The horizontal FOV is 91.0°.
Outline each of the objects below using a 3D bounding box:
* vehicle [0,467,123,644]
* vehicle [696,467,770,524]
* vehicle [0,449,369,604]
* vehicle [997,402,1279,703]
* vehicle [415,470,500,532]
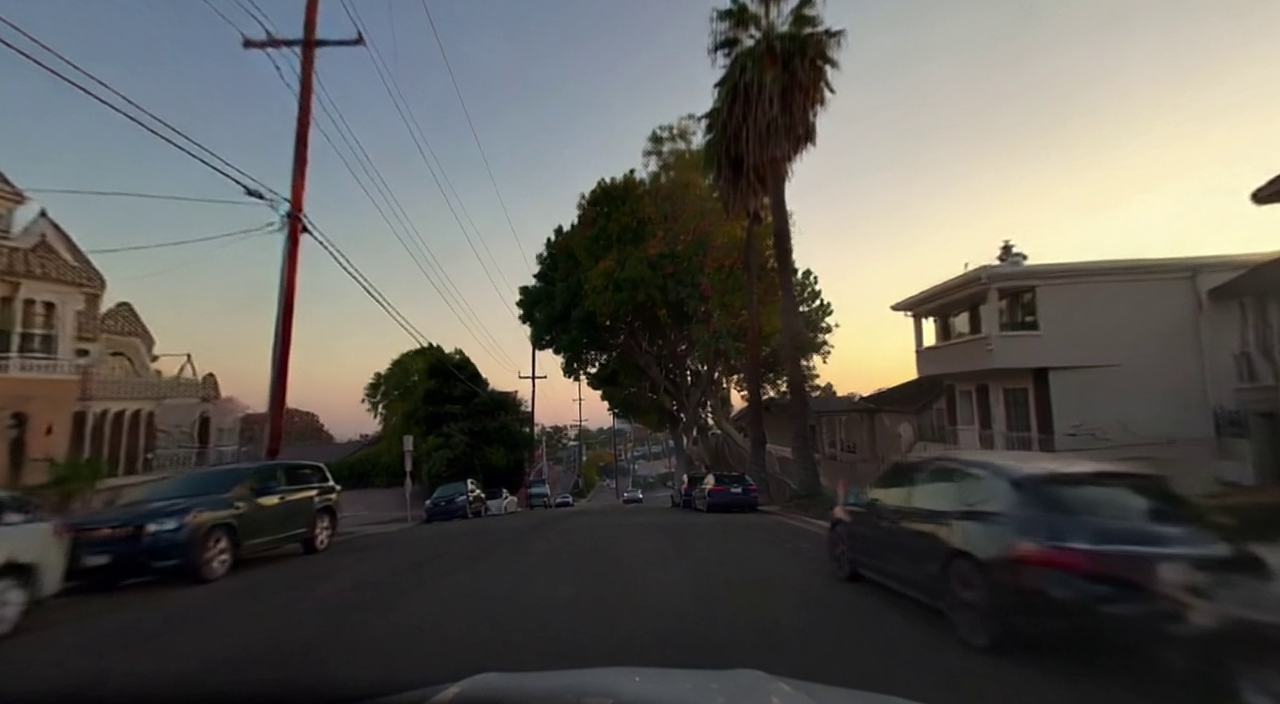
[{"bbox_3d":[-6.388,1.601,4.290,1.960,1.437,4.454,0,-8,-1],"label":"vehicle"},{"bbox_3d":[2.877,4.550,20.316,1.756,1.455,3.965,0,-8,-1],"label":"vehicle"},{"bbox_3d":[-6.535,2.432,10.008,2.017,1.683,5.412,0,-8,0],"label":"vehicle"},{"bbox_3d":[3.063,0.755,0.860,2.212,1.476,4.678,1,-8,-3],"label":"vehicle"},{"bbox_3d":[-6.711,5.488,23.719,1.933,1.824,5.142,0,-8,-3],"label":"vehicle"}]
